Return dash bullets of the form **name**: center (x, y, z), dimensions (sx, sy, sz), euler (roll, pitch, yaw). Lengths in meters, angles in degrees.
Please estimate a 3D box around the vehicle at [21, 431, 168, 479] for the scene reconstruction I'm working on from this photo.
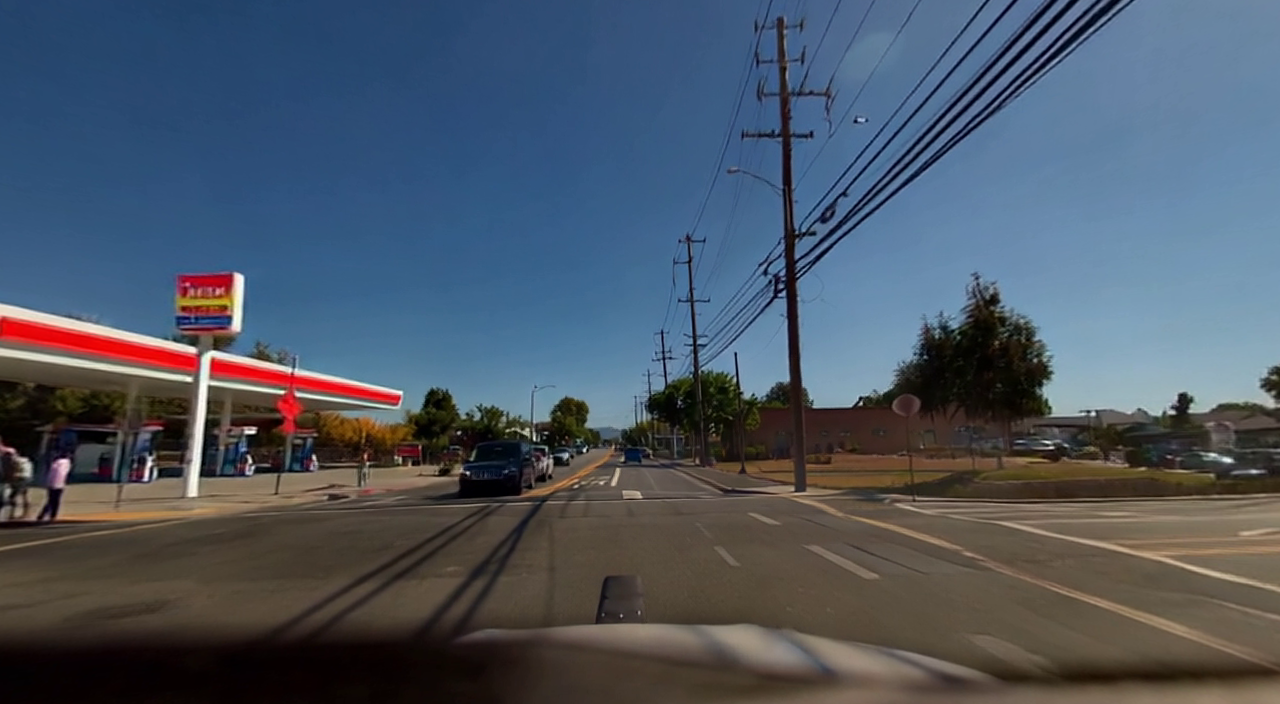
- **vehicle**: center (-20.269, 3.911, 23.782), dimensions (1.913, 1.591, 4.374), euler (2, -10, -7)

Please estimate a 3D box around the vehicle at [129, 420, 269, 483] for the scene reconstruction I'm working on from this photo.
- **vehicle**: center (-17.920, 4.074, 26.049), dimensions (2.499, 2.309, 4.613), euler (0, -9, -3)

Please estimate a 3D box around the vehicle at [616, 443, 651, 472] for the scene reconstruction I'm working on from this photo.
- **vehicle**: center (-0.470, 6.504, 39.186), dimensions (2.000, 1.663, 4.271), euler (0, -9, -3)

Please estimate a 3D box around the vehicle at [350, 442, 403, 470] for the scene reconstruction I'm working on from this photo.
- **vehicle**: center (-17.923, 7.082, 43.210), dimensions (1.890, 1.761, 4.578), euler (0, -9, -4)

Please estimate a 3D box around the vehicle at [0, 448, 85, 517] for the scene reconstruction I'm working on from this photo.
- **vehicle**: center (-15.636, 3.189, 15.984), dimensions (1.928, 1.487, 5.116), euler (6, -11, -37)

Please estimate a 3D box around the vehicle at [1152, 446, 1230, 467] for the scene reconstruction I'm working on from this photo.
- **vehicle**: center (43.112, 8.176, 49.550), dimensions (1.826, 1.508, 4.639), euler (0, -9, -1)

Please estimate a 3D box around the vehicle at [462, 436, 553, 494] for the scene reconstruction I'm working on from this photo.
- **vehicle**: center (-4.663, 4.057, 23.107), dimensions (2.274, 1.844, 4.843), euler (0, -9, 0)
